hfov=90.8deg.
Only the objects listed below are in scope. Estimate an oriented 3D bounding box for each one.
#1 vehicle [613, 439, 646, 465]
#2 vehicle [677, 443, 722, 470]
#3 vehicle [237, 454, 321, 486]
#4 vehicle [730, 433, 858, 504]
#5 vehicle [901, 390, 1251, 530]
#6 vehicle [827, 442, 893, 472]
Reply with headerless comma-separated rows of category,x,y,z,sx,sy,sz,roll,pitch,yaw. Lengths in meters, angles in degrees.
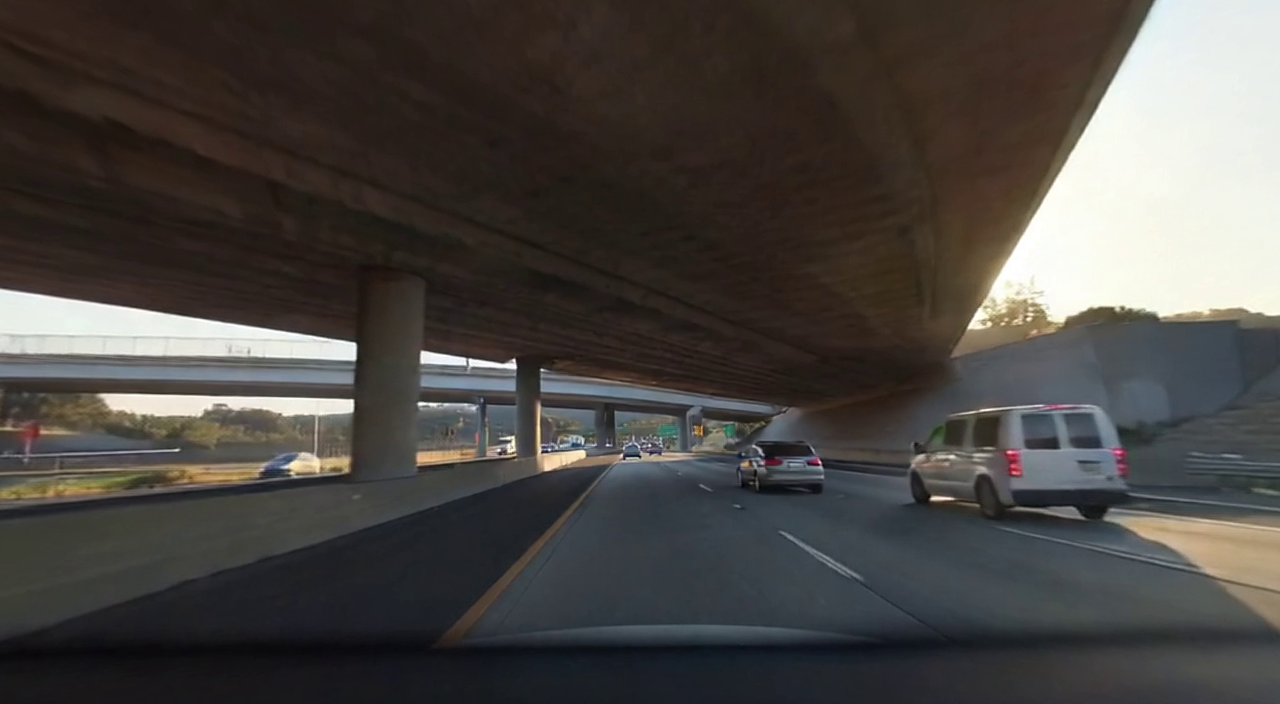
vehicle,-0.761,7.152,45.439,2.256,1.743,4.189,0,-8,-1
vehicle,3.384,6.018,36.586,1.967,1.423,4.503,0,-8,-2
vehicle,-19.009,6.209,33.524,1.812,1.471,4.520,0,-8,0
vehicle,3.806,2.977,16.655,2.005,1.585,4.863,0,-8,-2
vehicle,7.648,2.023,12.311,2.448,2.042,5.959,0,-8,-1
vehicle,11.434,5.467,33.131,1.852,1.463,4.156,0,-8,-1
